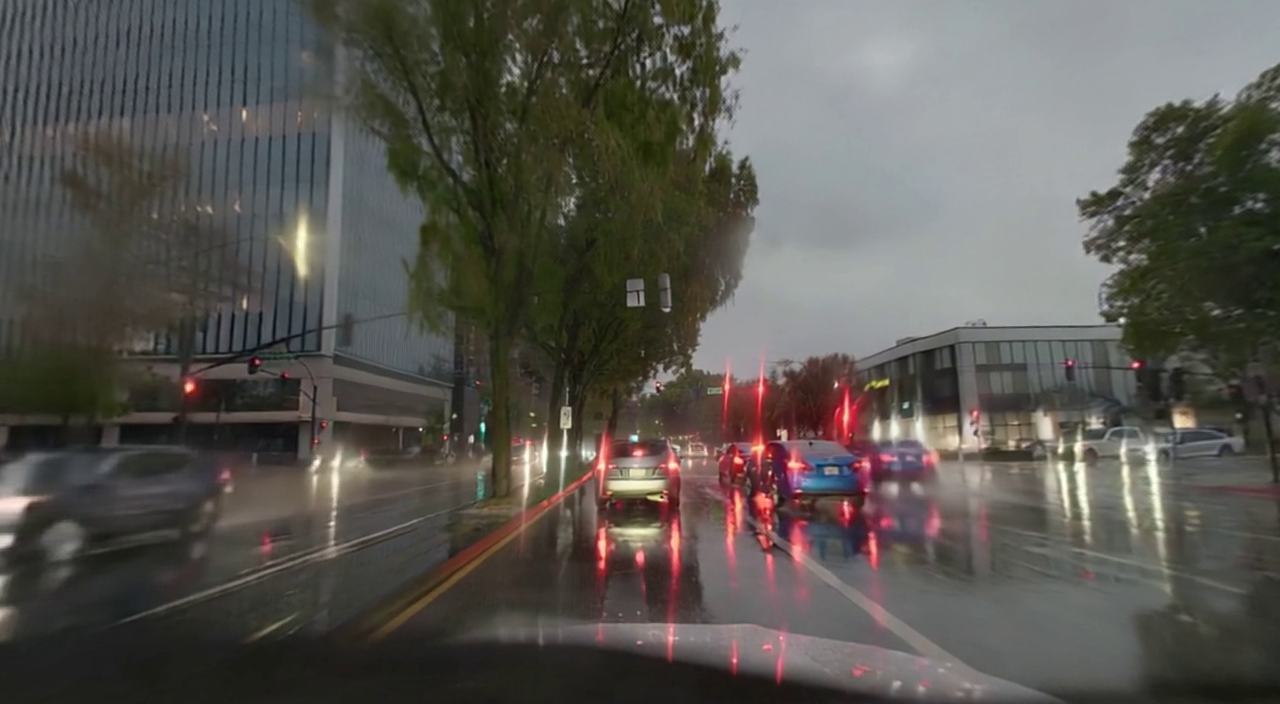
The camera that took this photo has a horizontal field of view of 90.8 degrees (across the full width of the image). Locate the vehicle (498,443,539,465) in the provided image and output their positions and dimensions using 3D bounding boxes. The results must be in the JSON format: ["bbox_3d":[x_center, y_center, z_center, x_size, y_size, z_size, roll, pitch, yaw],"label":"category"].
[{"bbox_3d":[-8.759,7.410,45.993,2.004,1.476,4.671,0,-9,1],"label":"vehicle"}]

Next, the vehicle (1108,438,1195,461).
[{"bbox_3d":[34.852,6.648,43.142,4.190,1.535,1.998,0,-9,-1],"label":"vehicle"}]

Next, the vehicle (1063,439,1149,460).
[{"bbox_3d":[34.274,7.189,46.533,4.616,1.476,2.165,1,-9,-3],"label":"vehicle"}]

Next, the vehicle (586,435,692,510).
[{"bbox_3d":[-0.047,2.682,14.472,2.087,1.468,4.014,0,-9,-1],"label":"vehicle"}]

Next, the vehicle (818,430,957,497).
[{"bbox_3d":[7.252,3.332,19.220,2.177,1.774,4.743,0,-9,-2],"label":"vehicle"}]

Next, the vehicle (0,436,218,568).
[{"bbox_3d":[-8.494,2.031,9.218,1.965,1.530,3.883,0,-9,0],"label":"vehicle"}]

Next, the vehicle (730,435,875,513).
[{"bbox_3d":[3.472,2.701,14.509,2.018,1.491,4.544,0,-9,-1],"label":"vehicle"}]
